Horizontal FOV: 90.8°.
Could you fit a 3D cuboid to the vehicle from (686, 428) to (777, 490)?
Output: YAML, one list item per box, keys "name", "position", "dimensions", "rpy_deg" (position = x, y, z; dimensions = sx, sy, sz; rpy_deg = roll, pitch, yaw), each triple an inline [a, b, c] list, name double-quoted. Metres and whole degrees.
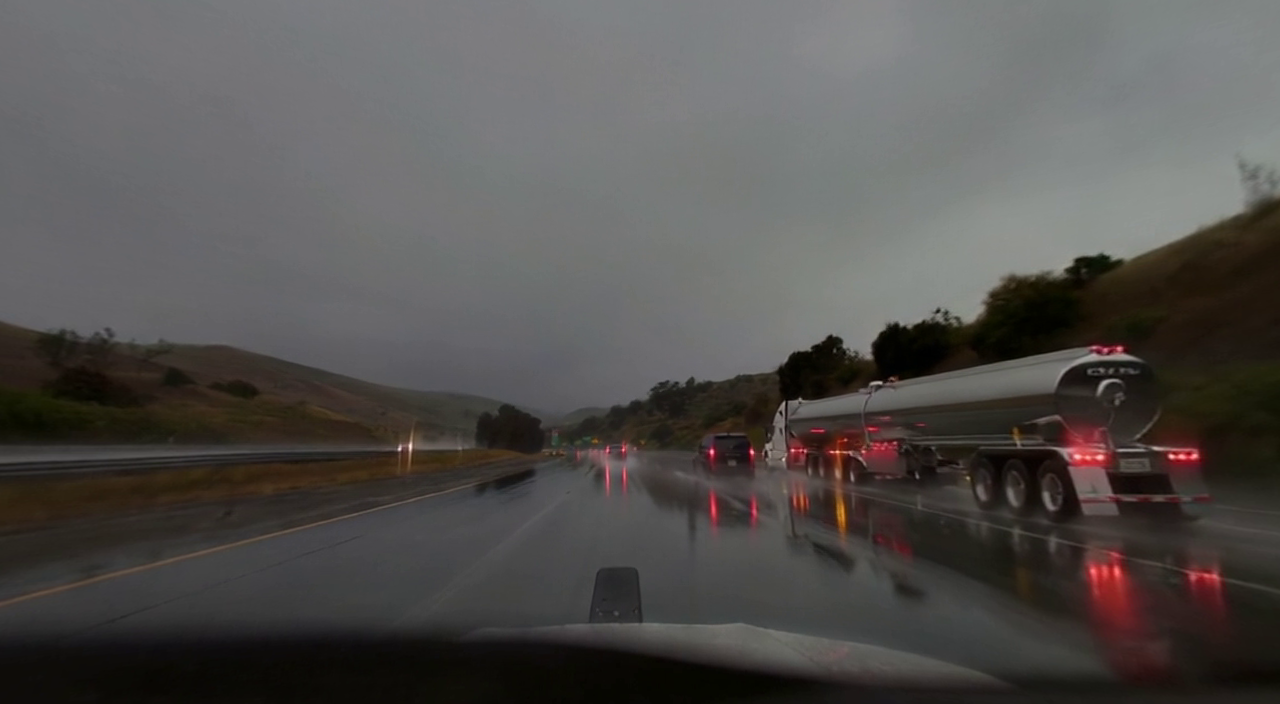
- name: "vehicle"
  position: [2.859, 3.470, 20.840]
  dimensions: [2.098, 1.794, 4.561]
  rpy_deg: [0, -9, -3]

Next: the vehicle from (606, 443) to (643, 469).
- name: "vehicle"
  position: [-0.953, 6.157, 37.584]
  dimensions: [2.083, 1.477, 3.965]
  rpy_deg: [0, -9, -3]

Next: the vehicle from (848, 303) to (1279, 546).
- name: "vehicle"
  position: [7.565, 1.657, 13.336]
  dimensions: [2.805, 3.212, 9.978]
  rpy_deg: [0, -9, -1]
